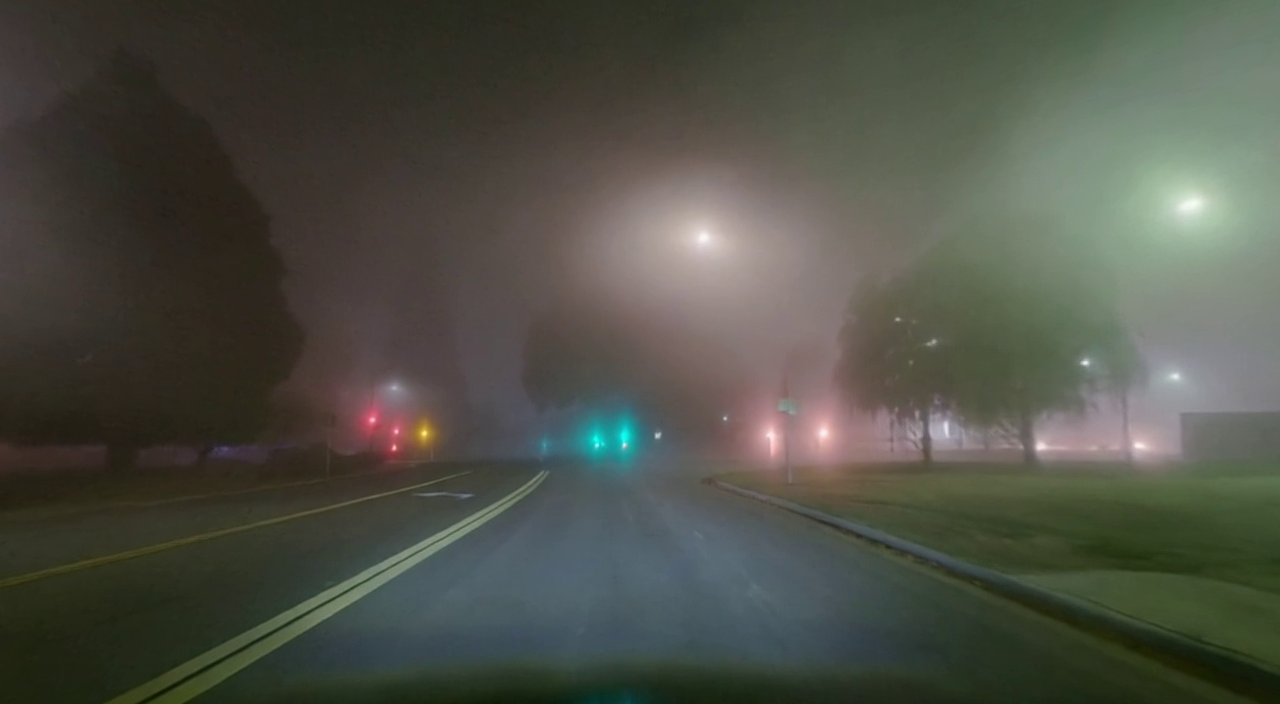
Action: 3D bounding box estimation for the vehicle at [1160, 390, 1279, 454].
[{"bbox_3d":[45.127,4.876,43.750,16.640,4.121,3.102,1,-8,-7],"label":"vehicle"}]
